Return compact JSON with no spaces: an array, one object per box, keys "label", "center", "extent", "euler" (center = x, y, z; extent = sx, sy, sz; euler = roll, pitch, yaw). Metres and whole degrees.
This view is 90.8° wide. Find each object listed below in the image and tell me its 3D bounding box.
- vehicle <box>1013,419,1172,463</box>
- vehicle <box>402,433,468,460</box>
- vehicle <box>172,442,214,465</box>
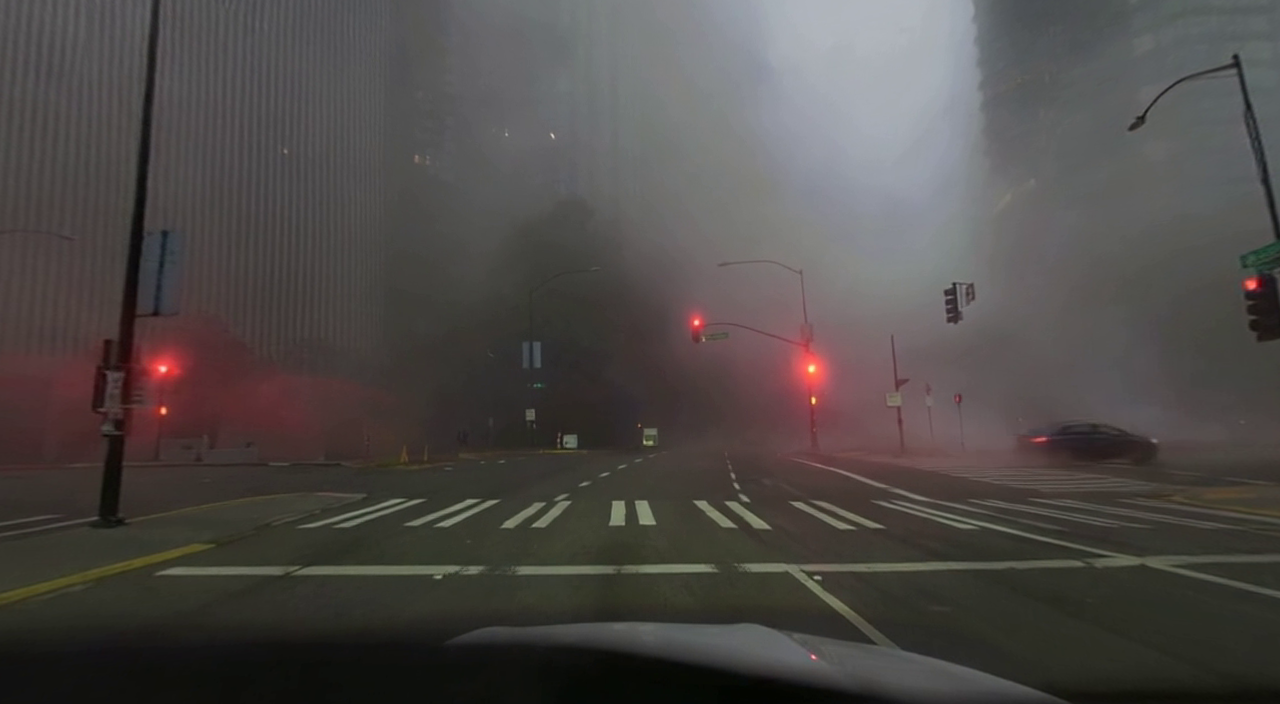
[{"label":"vehicle","center":[16.158,3.199,22.681],"extent":[4.482,1.492,1.805],"euler":[1,-9,-7]},{"label":"vehicle","center":[-12.389,5.770,38.567],"extent":[1.964,1.476,4.593],"euler":[-2,-9,8]},{"label":"vehicle","center":[-35.060,7.944,49.650],"extent":[2.084,1.750,4.426],"euler":[4,-9,-28]}]
